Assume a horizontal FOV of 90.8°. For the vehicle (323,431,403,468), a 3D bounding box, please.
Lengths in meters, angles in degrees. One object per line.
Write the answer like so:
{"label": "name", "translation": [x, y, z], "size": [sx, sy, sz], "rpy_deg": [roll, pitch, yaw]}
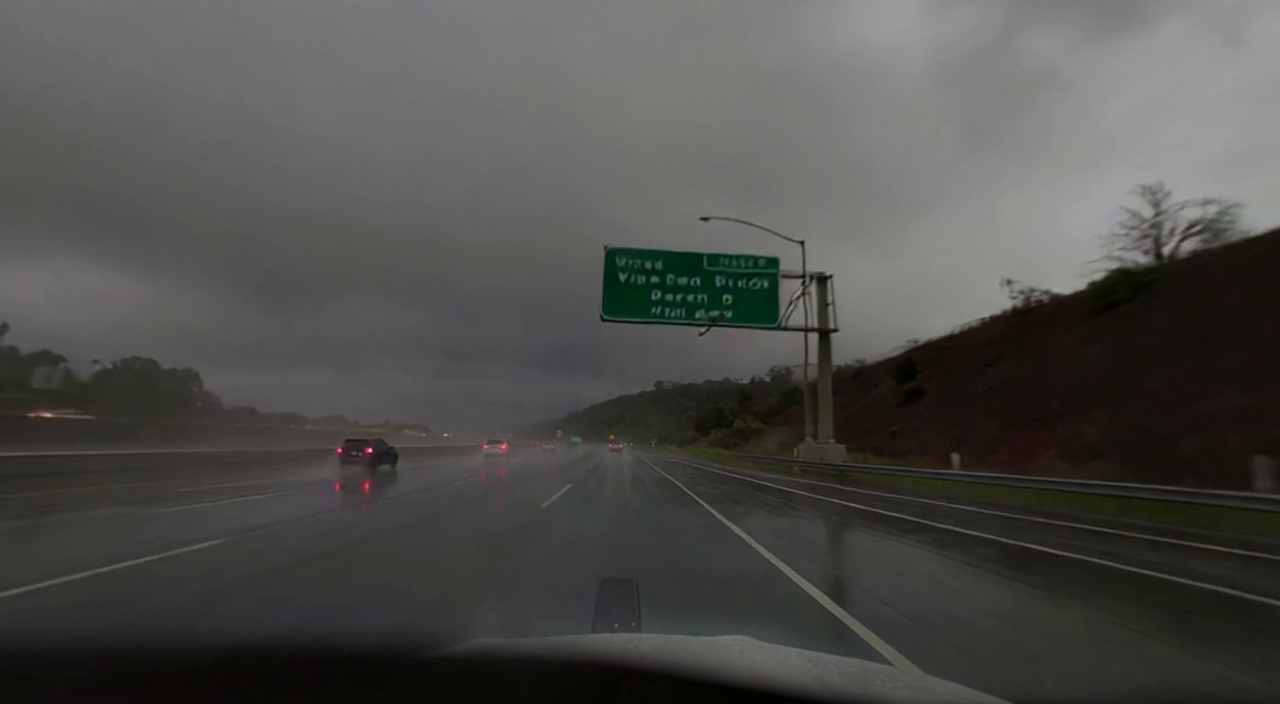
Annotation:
{"label": "vehicle", "translation": [-15.837, 5.622, 36.532], "size": [2.240, 1.953, 5.452], "rpy_deg": [0, -9, -2]}

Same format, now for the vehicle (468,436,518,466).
{"label": "vehicle", "translation": [-8.884, 6.046, 38.558], "size": [2.104, 1.715, 4.319], "rpy_deg": [0, -9, -1]}
